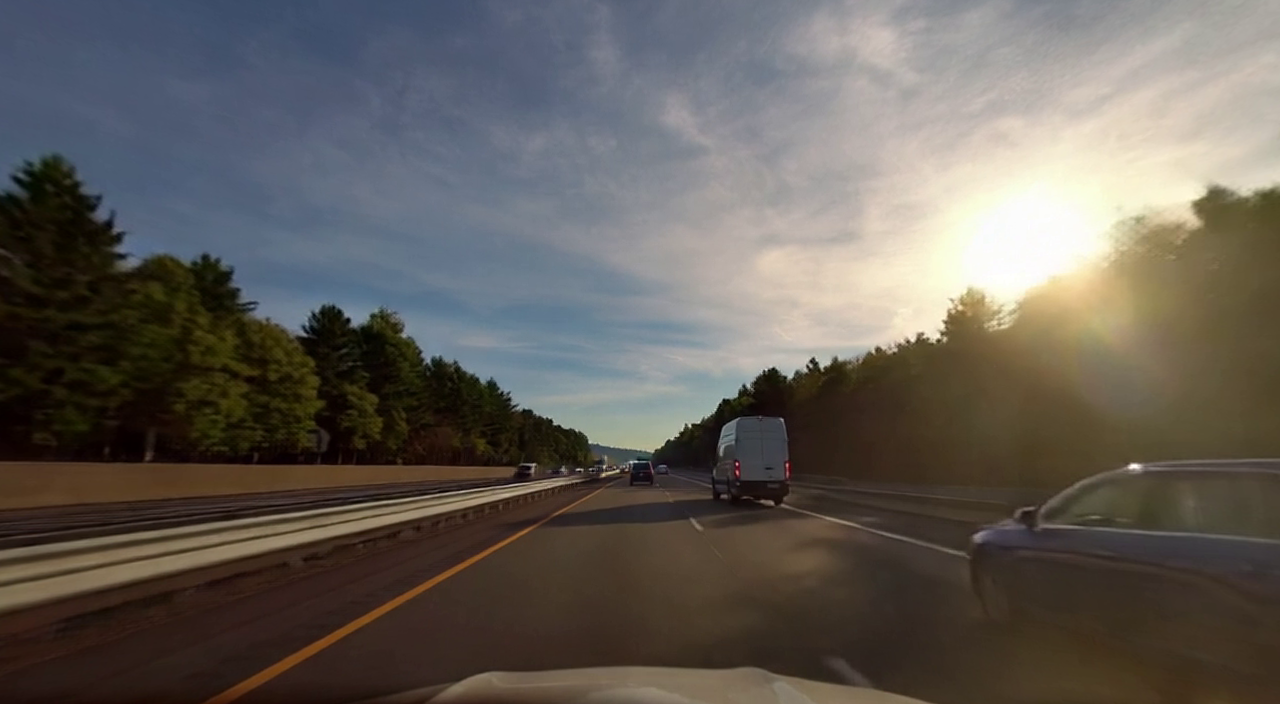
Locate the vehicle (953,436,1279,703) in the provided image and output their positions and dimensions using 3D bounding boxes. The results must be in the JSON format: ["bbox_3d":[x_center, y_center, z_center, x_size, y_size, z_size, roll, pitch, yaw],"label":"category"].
[{"bbox_3d":[3.980,1.250,3.291,2.073,1.532,4.969,1,-11,-1],"label":"vehicle"}]

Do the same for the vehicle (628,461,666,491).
[{"bbox_3d":[0.434,7.756,39.520,2.212,1.717,4.452,1,-10,1],"label":"vehicle"}]

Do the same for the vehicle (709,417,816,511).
[{"bbox_3d":[4.319,4.237,23.850,2.563,2.975,6.941,1,-11,-1],"label":"vehicle"}]
